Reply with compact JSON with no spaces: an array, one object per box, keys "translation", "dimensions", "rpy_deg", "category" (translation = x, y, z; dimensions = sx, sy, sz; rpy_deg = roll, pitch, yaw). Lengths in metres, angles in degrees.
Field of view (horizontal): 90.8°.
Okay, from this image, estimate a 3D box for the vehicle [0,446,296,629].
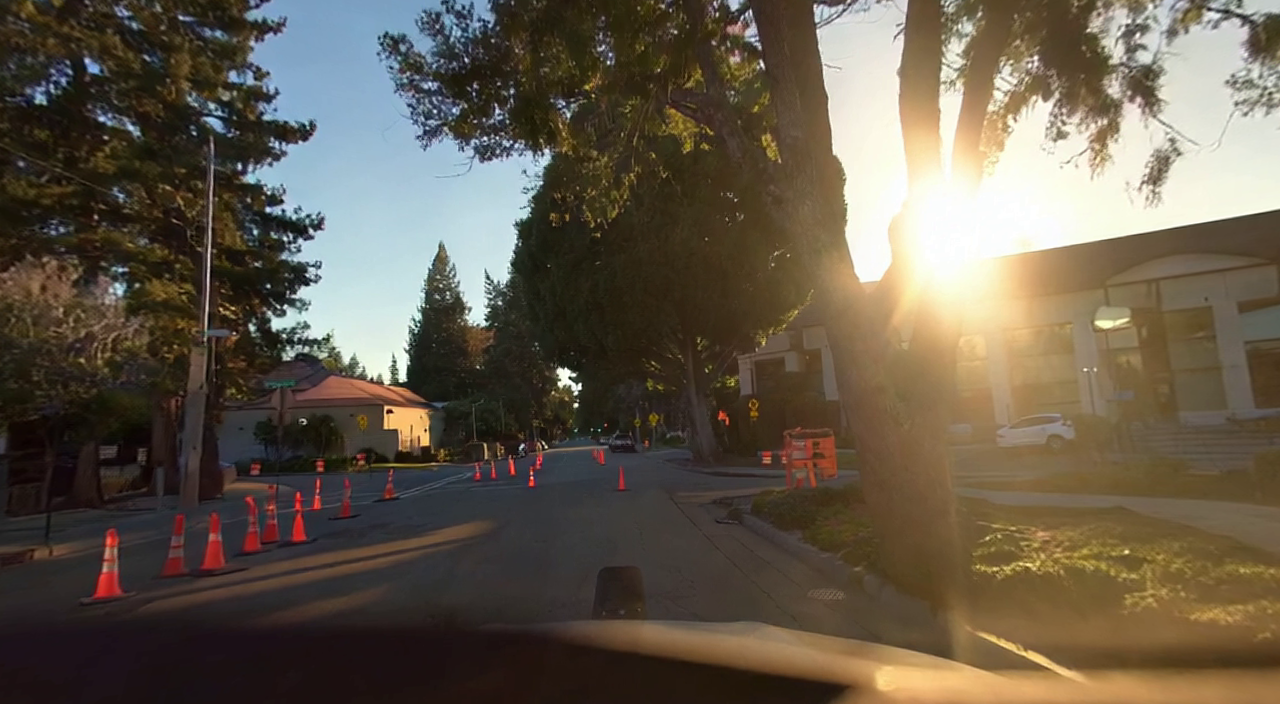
[{"translation":[-7.622,2.039,7.814],"dimensions":[2.961,1.701,7.563],"rpy_deg":[0,-8,-4],"category":"vehicle"}]
